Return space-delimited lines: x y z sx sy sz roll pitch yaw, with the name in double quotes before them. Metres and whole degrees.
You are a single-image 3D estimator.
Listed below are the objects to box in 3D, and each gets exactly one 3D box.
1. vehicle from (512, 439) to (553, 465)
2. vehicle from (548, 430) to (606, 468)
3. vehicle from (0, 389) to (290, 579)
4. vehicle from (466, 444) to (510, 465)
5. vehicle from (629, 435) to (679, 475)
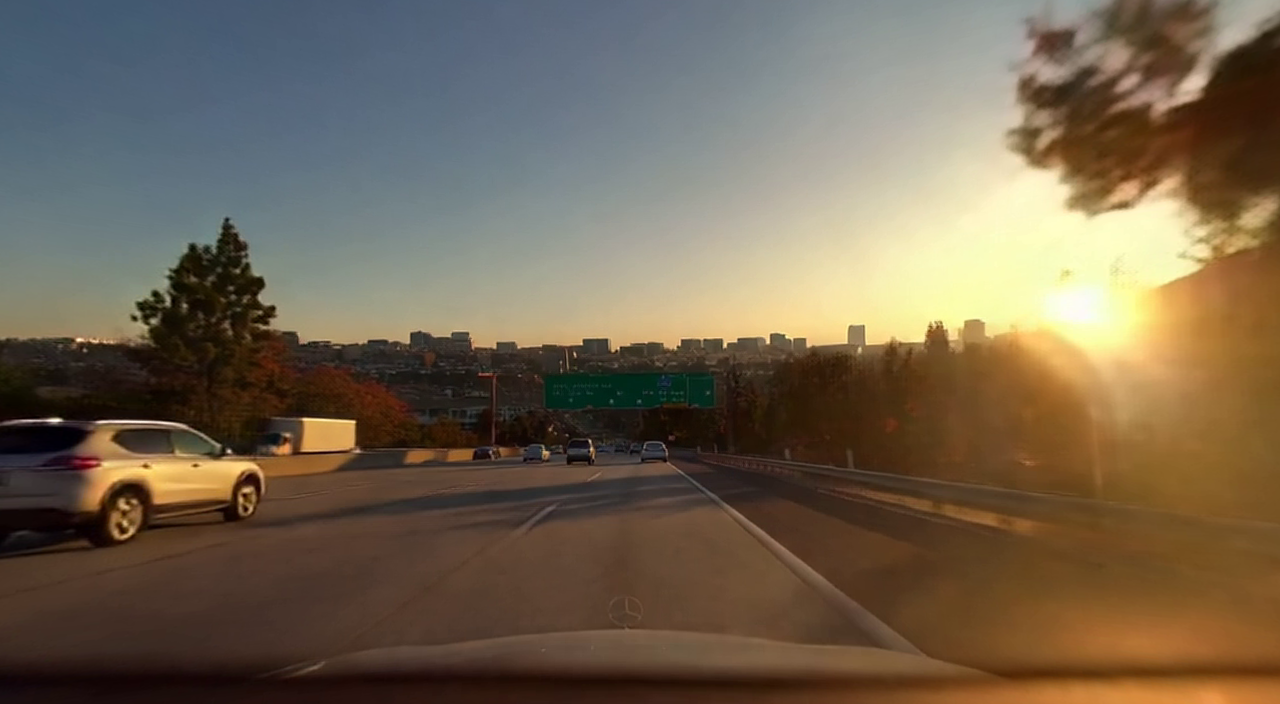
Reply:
"vehicle" -7.732 7.220 45.904 2.078 1.779 4.610 0 -8 1
"vehicle" -3.636 5.806 37.920 2.751 2.050 5.761 0 -8 1
"vehicle" -7.685 1.622 8.359 2.521 1.901 5.988 0 -8 2
"vehicle" -11.058 7.455 46.071 1.951 1.491 4.697 0 -8 1
"vehicle" 0.618 4.836 29.864 2.135 1.697 4.757 0 -8 0
